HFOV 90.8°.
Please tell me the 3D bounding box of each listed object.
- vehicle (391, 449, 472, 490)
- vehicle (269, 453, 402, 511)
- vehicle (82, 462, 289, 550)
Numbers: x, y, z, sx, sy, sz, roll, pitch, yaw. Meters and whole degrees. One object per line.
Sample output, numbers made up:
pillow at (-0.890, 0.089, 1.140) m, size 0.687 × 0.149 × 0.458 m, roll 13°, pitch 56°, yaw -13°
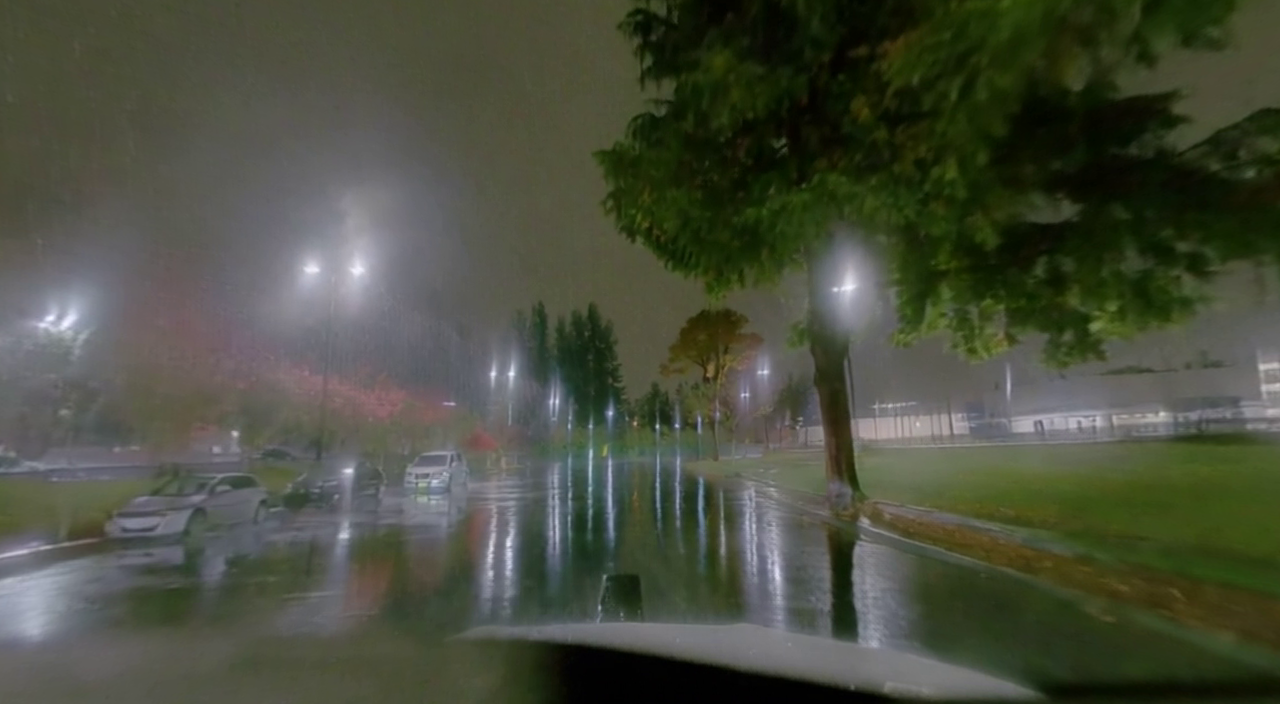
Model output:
vehicle at (-9.859, 5.567, 30.406) m, size 2.360 × 1.741 × 4.912 m, roll 0°, pitch -8°, yaw -2°
vehicle at (-9.425, 4.030, 20.026) m, size 2.038 × 1.525 × 4.383 m, roll 0°, pitch -8°, yaw 0°
vehicle at (-9.604, 3.221, 13.751) m, size 1.938 × 1.191 × 3.630 m, roll -7°, pitch -6°, yaw -2°
